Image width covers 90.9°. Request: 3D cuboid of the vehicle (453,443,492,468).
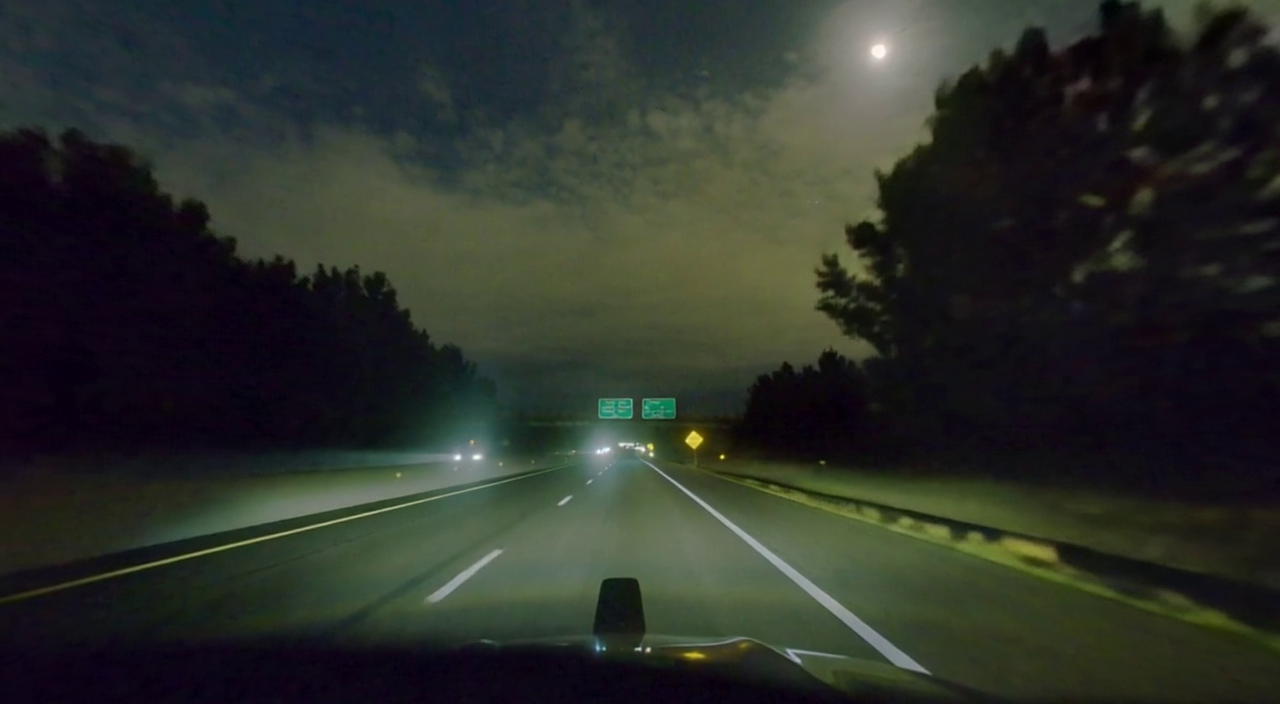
[{"bbox_3d":[-12.596,7.775,47.503,1.869,1.751,4.427,0,-9,-2],"label":"vehicle"}]
